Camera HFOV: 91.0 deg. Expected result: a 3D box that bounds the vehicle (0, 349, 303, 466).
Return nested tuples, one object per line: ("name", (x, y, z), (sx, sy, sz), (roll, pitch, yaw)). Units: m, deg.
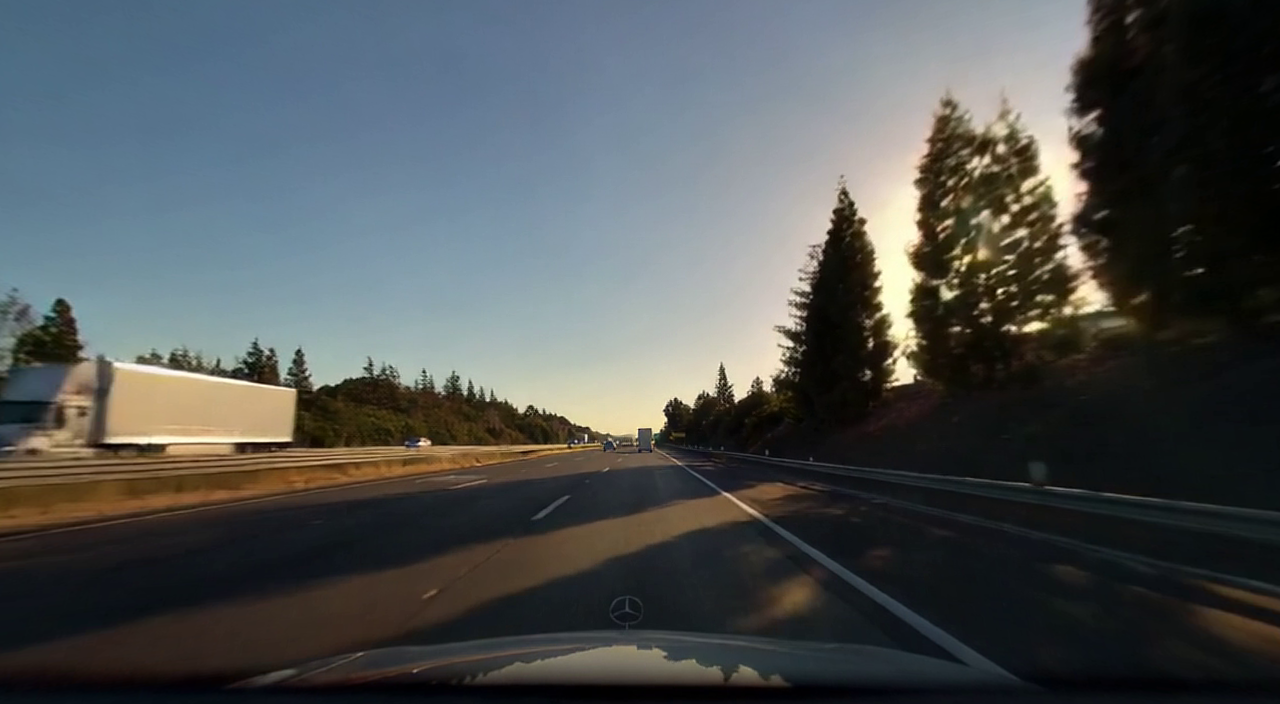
("vehicle", (-23.661, 3.327, 32.510), (2.909, 4.430, 17.283), (0, -8, 0))
